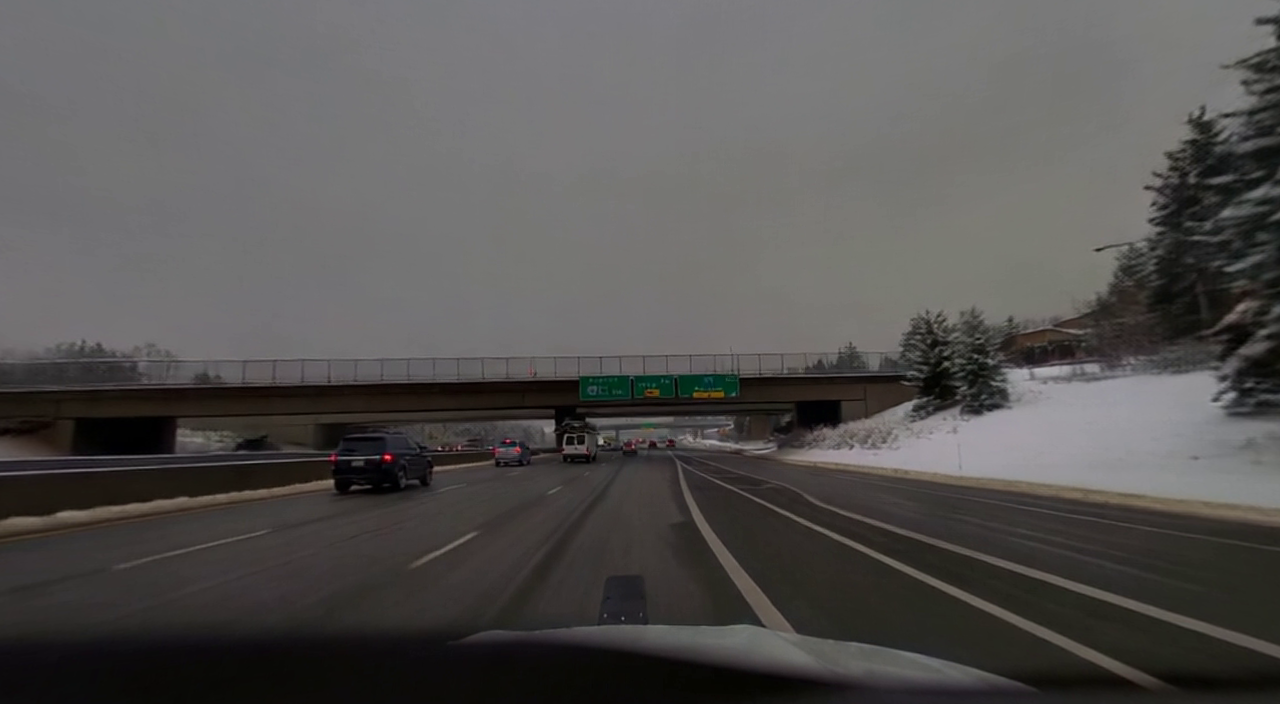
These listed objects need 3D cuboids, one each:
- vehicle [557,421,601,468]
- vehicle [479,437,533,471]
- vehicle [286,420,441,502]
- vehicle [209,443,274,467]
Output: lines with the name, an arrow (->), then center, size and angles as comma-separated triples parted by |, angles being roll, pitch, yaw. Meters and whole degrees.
vehicle -> -3.954, 6.117, 41.642 | 2.301, 2.843, 6.458 | 0, -9, 0
vehicle -> -7.581, 5.815, 35.935 | 2.109, 1.784, 4.709 | 0, -9, -1
vehicle -> -7.452, 2.996, 17.579 | 2.179, 1.948, 4.618 | 0, -9, 0
vehicle -> -30.057, 7.779, 47.532 | 1.811, 1.651, 4.601 | 0, -9, 0
